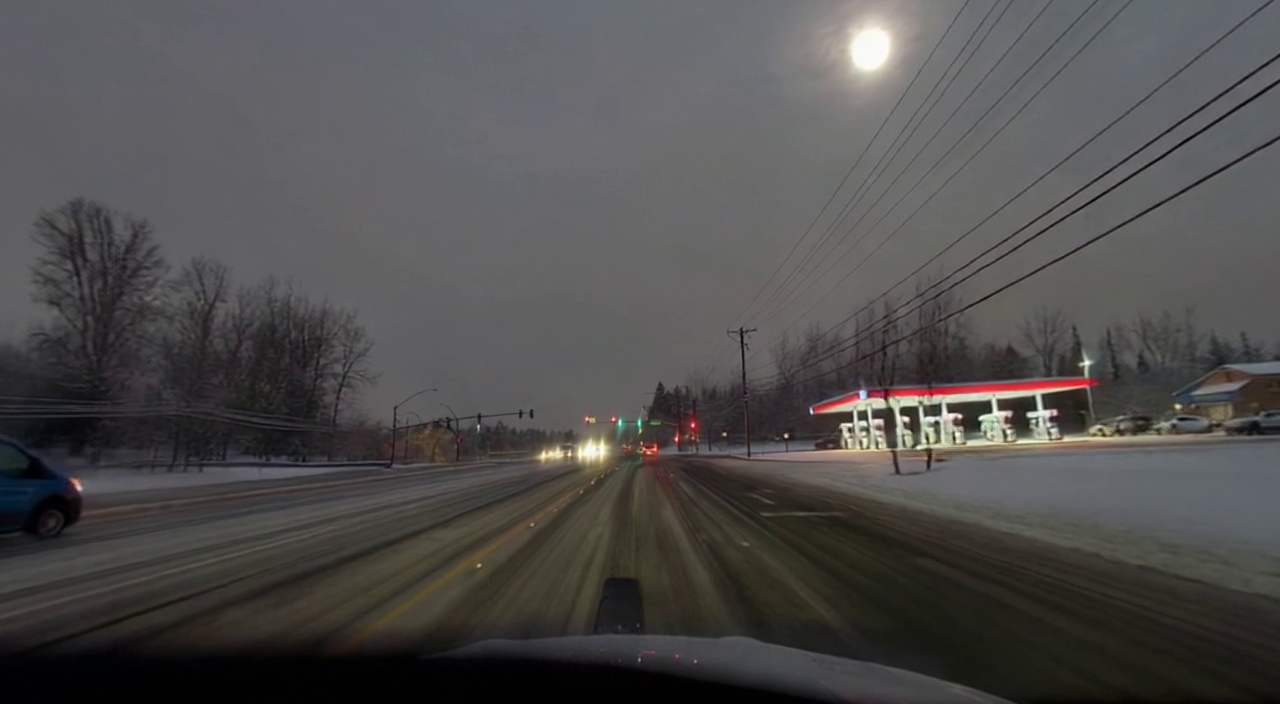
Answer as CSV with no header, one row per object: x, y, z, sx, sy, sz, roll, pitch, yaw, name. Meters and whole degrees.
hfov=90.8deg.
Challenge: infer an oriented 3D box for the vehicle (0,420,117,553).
-10.038,1.792,8.219,2.149,1.848,4.961,0,-9,1,vehicle
